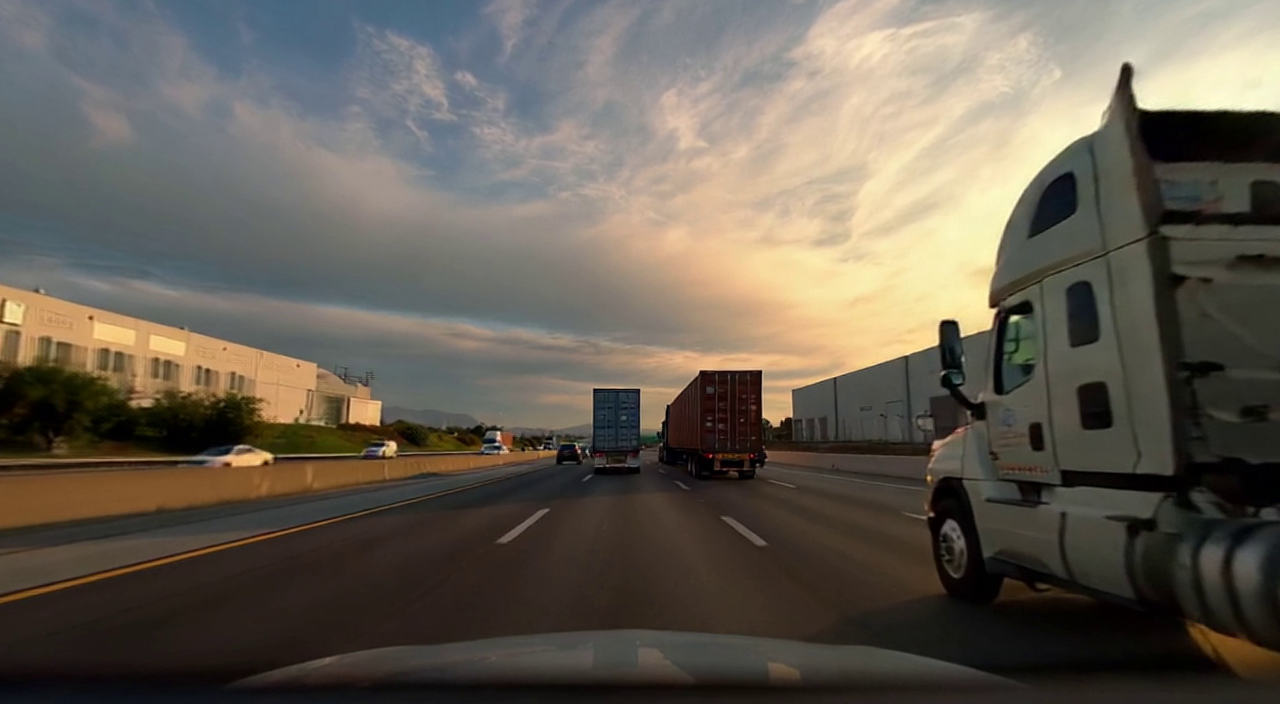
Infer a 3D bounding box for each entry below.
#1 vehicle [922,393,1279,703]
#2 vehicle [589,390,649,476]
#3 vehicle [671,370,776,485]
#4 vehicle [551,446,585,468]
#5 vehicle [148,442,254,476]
[{"bbox_3d":[3.248,0.958,2.707,2.073,1.474,4.320,0,-8,0],"label":"vehicle"},{"bbox_3d":[-1.132,4.738,36.246,2.841,4.071,12.046,0,-8,-1],"label":"vehicle"},{"bbox_3d":[3.252,3.595,28.854,2.803,4.072,12.744,0,-8,-1],"label":"vehicle"},{"bbox_3d":[-5.172,7.555,45.894,2.138,1.478,4.641,0,-9,-2],"label":"vehicle"},{"bbox_3d":[-20.528,4.997,29.853,1.945,1.458,4.381,0,-9,-1],"label":"vehicle"}]
